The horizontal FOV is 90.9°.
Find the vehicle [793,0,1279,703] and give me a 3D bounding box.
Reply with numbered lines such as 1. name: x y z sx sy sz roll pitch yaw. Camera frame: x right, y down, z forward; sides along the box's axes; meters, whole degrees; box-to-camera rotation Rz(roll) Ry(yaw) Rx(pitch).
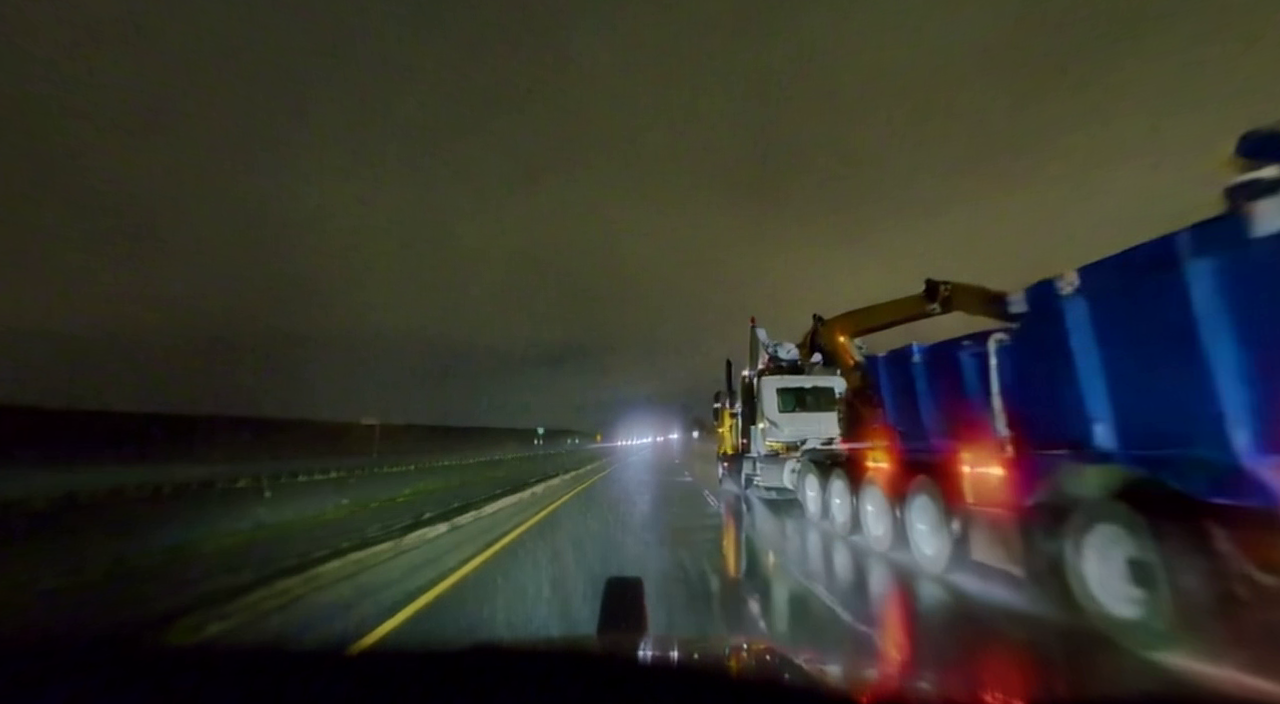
1. vehicle: 3.944 0.089 6.170 3.279 3.956 6.541 0 -8 1
